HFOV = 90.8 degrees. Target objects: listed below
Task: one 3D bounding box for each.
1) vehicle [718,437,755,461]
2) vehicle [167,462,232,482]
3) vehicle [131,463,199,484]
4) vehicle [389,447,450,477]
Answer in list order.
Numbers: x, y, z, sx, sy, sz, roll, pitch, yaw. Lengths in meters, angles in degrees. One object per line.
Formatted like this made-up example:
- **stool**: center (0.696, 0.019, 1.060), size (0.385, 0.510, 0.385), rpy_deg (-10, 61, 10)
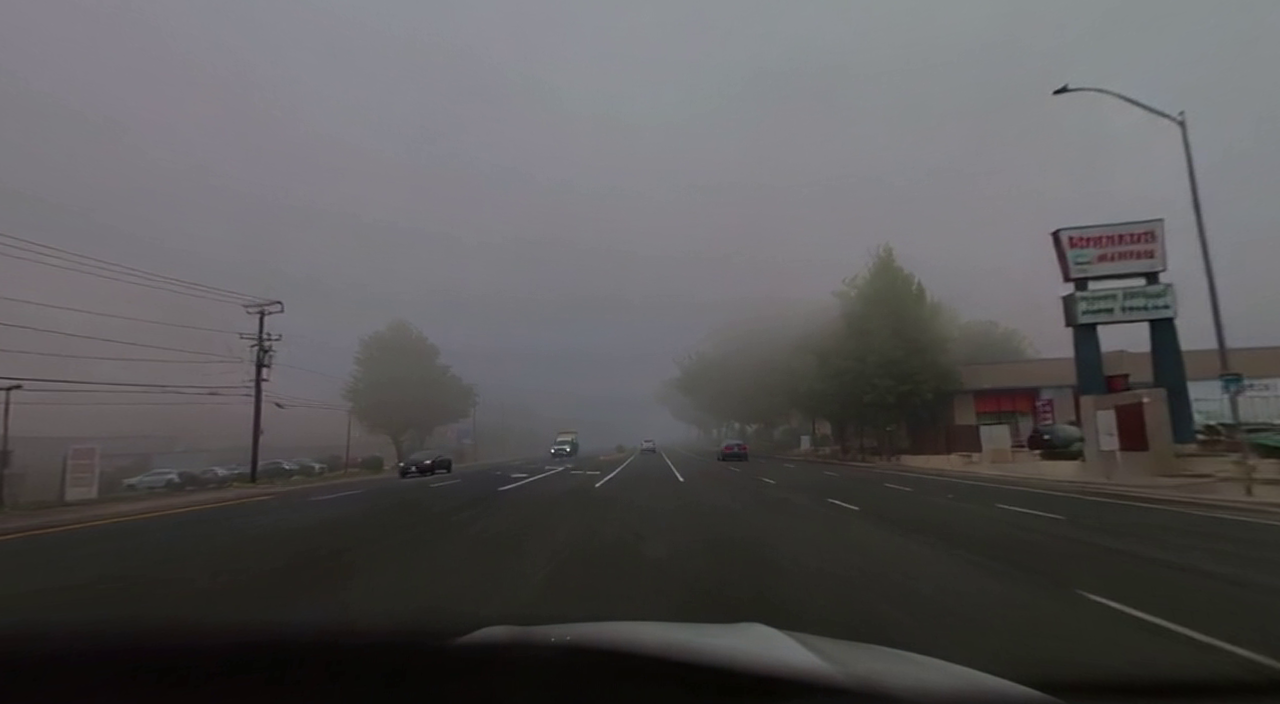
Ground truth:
- **vehicle**: center (6.918, 7.016, 45.533), size (1.957, 1.643, 4.226), rpy_deg (0, -9, 0)
- **vehicle**: center (-33.956, 9.233, 48.756), size (3.780, 1.444, 1.678), rpy_deg (0, -8, 2)
- **vehicle**: center (-34.994, 8.953, 46.587), size (3.653, 1.445, 1.657), rpy_deg (0, -9, 0)
- **vehicle**: center (-13.553, 6.750, 39.085), size (1.938, 1.743, 4.310), rpy_deg (-1, -9, 4)
